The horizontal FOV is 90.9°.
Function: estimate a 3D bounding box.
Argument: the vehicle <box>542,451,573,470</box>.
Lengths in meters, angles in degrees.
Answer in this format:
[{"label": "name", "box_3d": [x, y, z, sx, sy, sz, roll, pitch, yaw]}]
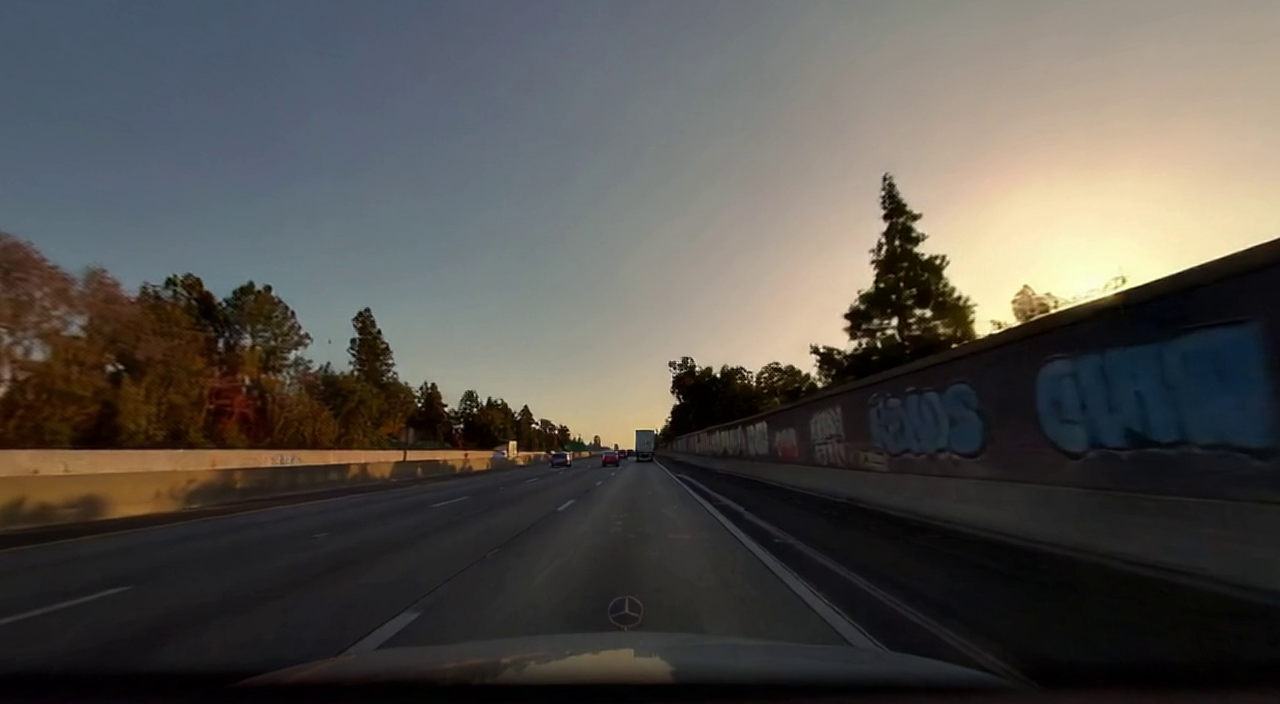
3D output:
[{"label": "vehicle", "box_3d": [-6.490, 8.544, 49.879, 2.027, 1.431, 3.033, 0, -9, 1]}]
